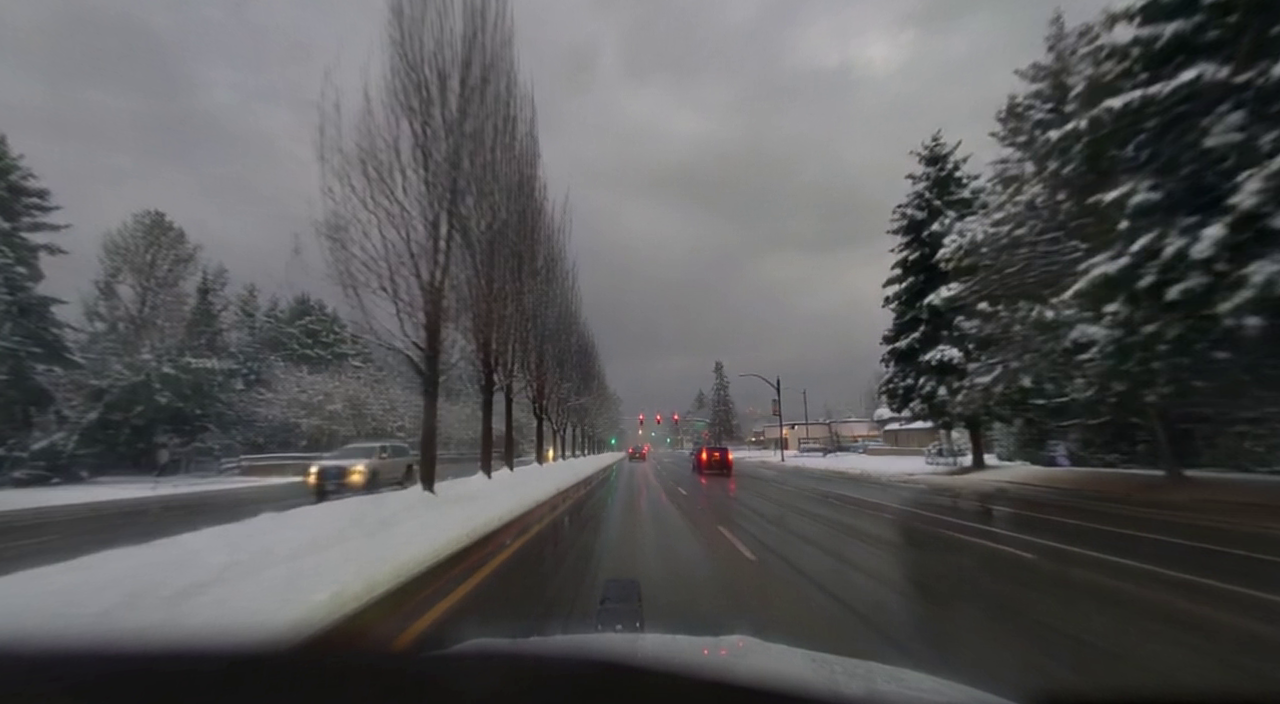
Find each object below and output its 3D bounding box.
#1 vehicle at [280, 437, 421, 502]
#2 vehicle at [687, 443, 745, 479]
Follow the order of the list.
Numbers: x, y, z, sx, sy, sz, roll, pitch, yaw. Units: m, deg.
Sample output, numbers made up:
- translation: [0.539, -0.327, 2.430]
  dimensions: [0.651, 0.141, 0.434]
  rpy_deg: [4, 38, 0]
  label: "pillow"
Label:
- translation: [-8.623, 3.535, 19.412]
  dimensions: [2.157, 1.720, 4.563]
  rpy_deg: [0, -9, 0]
  label: "vehicle"
- translation: [3.336, 4.921, 28.691]
  dimensions: [1.983, 1.482, 4.463]
  rpy_deg: [0, -9, -1]
  label: "vehicle"
